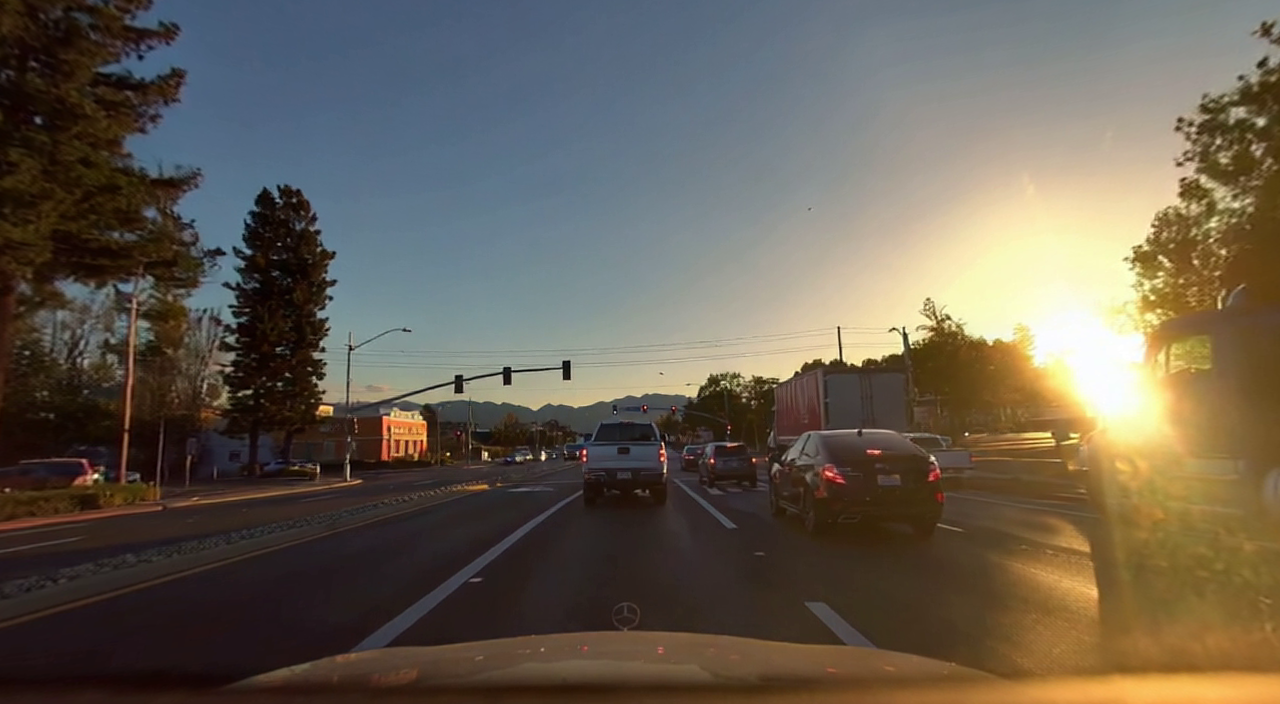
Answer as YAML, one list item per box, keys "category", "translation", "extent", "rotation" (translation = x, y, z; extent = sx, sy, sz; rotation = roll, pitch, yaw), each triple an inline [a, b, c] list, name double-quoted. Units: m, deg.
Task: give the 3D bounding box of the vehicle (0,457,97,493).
- category: "vehicle"
  translation: [-28.611, 5.879, 30.395]
  extent: [1.730, 1.534, 3.922]
  rotation: [1, -9, -7]

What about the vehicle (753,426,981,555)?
- category: "vehicle"
  translation: [3.280, 2.117, 10.435]
  extent: [1.905, 1.587, 4.998]
  rotation: [0, -9, 0]

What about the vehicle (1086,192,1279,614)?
- category: "vehicle"
  translation: [6.495, 0.134, 3.276]
  extent: [2.802, 3.322, 7.429]
  rotation: [0, -9, 0]

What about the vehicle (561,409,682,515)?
- category: "vehicle"
  translation: [-0.407, 2.670, 15.766]
  extent: [2.499, 2.183, 5.111]
  rotation: [0, -9, -1]

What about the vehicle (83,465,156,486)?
- category: "vehicle"
  translation: [-37.974, 8.999, 46.095]
  extent: [4.150, 1.474, 1.826]
  rotation: [-2, -9, 12]

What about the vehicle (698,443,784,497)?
- category: "vehicle"
  translation: [3.061, 3.668, 20.097]
  extent: [1.922, 1.483, 4.436]
  rotation: [0, -9, -1]
